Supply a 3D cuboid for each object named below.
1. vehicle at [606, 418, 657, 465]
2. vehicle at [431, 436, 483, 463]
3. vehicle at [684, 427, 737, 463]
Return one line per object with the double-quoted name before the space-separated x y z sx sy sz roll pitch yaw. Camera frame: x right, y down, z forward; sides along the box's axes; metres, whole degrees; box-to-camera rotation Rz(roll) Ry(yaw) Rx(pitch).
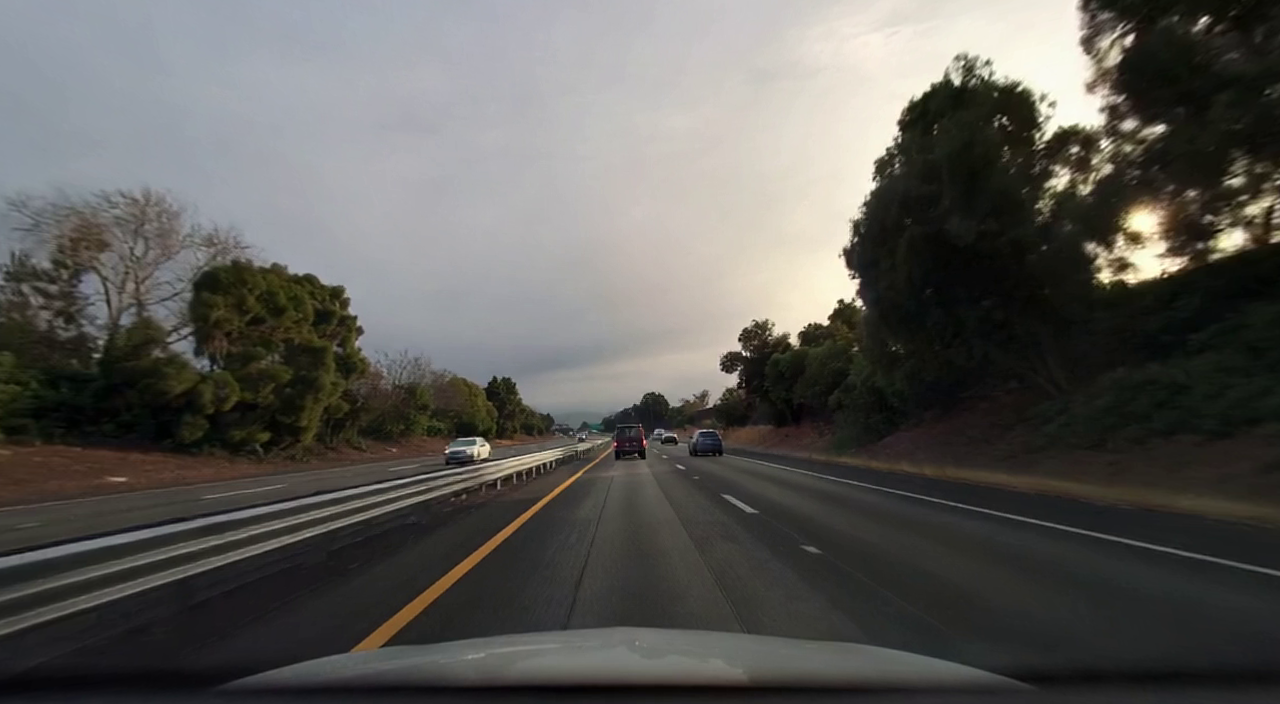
"vehicle" -0.433 4.277 30.315 2.270 2.044 4.633 0 -8 -2
"vehicle" -10.808 5.781 37.503 1.888 1.486 4.330 0 -8 -2
"vehicle" 3.349 4.516 30.749 1.981 1.606 3.956 0 -8 -2
